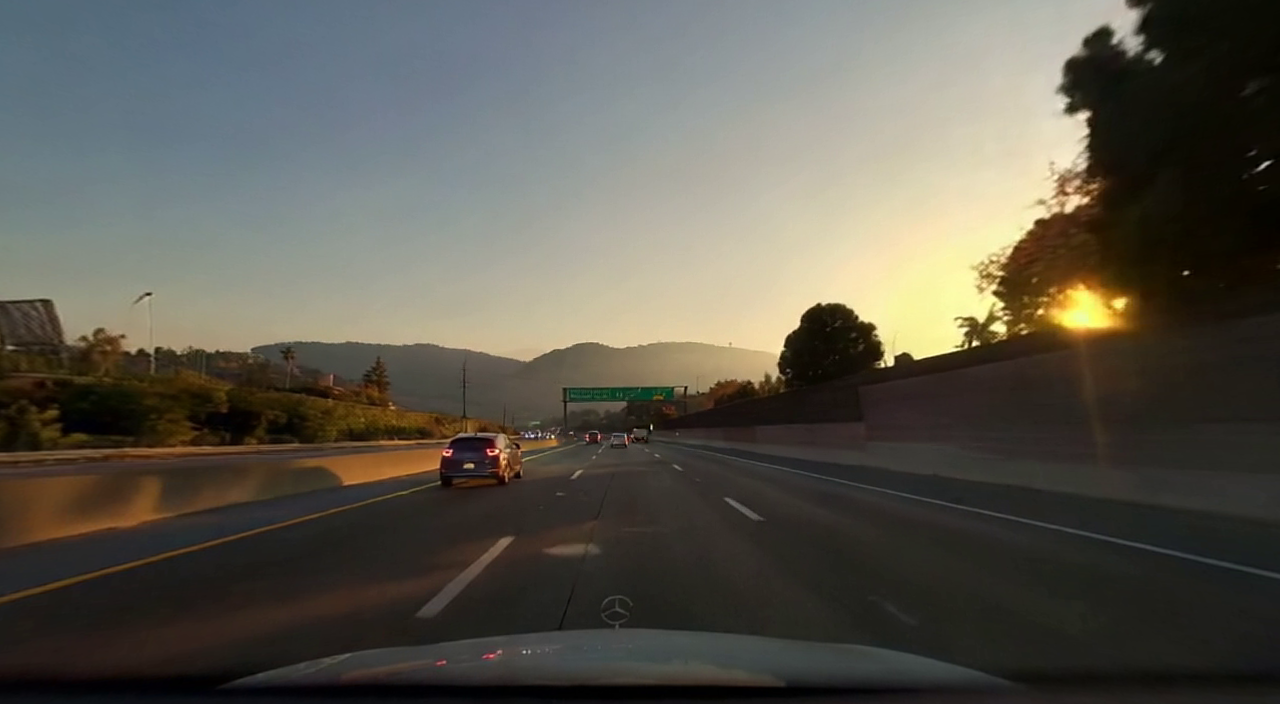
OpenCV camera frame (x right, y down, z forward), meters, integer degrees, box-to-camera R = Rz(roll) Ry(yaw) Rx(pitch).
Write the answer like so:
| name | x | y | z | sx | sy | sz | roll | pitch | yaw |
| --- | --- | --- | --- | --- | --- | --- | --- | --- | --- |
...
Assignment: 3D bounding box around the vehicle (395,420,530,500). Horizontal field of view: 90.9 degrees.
| name | x | y | z | sx | sy | sz | roll | pitch | yaw |
| --- | --- | --- | --- | --- | --- | --- | --- | --- | --- |
| vehicle | -3.979 | 2.474 | 14.957 | 2.062 | 1.591 | 4.156 | 0 | -8 | -1 |
